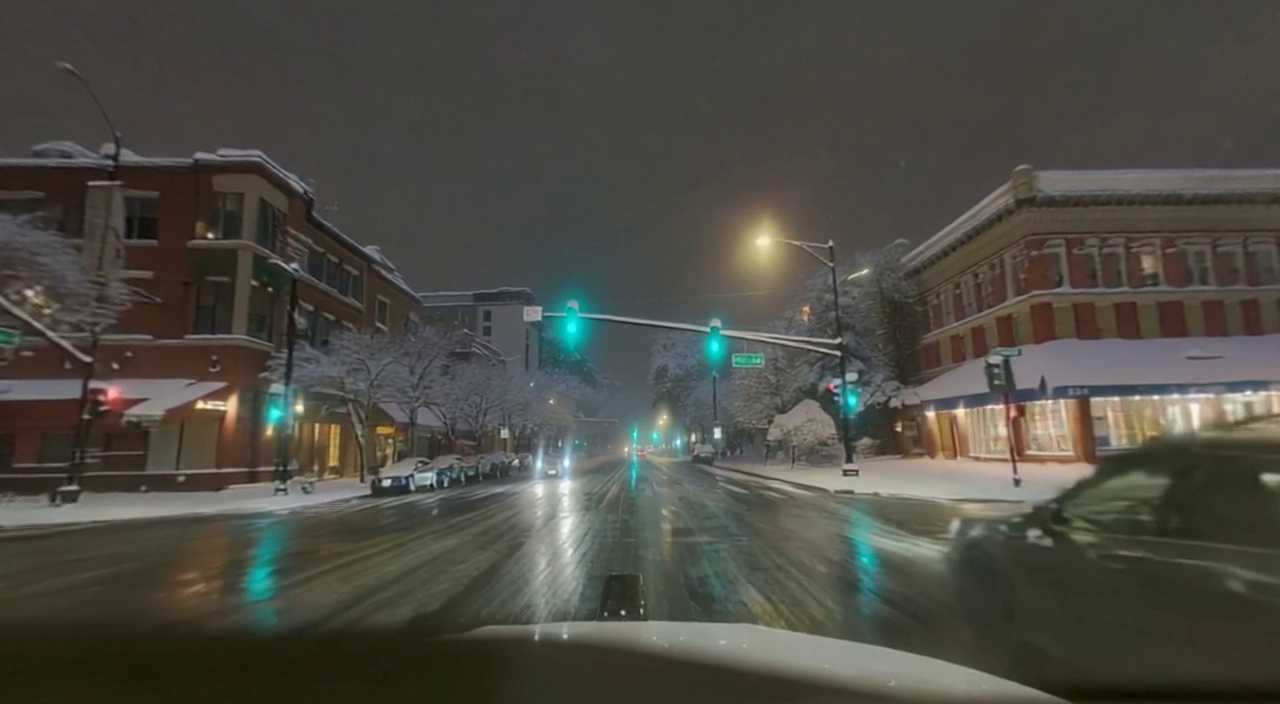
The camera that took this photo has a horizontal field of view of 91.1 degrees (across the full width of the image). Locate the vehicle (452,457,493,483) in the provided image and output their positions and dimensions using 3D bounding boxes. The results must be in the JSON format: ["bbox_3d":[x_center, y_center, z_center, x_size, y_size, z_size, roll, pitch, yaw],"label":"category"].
[{"bbox_3d":[-12.095,8.534,45.497,1.867,1.583,4.108,-1,-8,0],"label":"vehicle"}]

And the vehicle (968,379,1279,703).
[{"bbox_3d":[3.157,0.814,1.773,2.080,1.524,4.348,0,-9,0],"label":"vehicle"}]

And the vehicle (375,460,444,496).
[{"bbox_3d":[-12.145,6.630,33.378,1.910,1.511,4.565,-1,-7,0],"label":"vehicle"}]
